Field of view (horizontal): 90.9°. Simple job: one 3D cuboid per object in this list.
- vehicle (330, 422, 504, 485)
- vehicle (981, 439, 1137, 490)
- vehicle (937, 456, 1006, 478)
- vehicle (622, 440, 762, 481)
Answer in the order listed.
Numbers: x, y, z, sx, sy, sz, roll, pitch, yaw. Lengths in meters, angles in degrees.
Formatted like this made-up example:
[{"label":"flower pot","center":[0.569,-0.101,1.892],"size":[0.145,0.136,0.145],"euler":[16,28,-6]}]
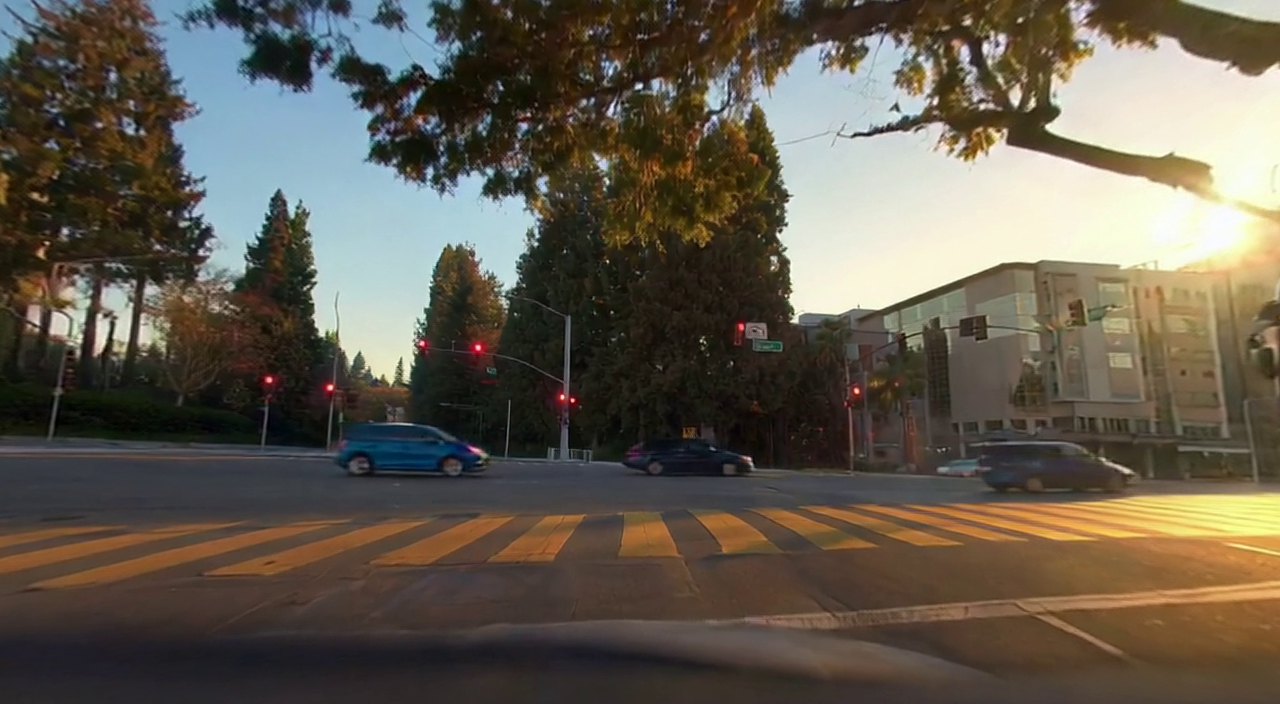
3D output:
[{"label":"vehicle","center":[-6.564,3.016,18.931],"size":[4.626,1.710,1.891],"euler":[2,-9,-17]},{"label":"vehicle","center":[14.986,3.996,22.570],"size":[5.014,1.675,1.906],"euler":[4,-9,-19]},{"label":"vehicle","center":[24.222,8.403,46.056],"size":[4.431,1.464,1.812],"euler":[3,-9,-19]},{"label":"vehicle","center":[2.052,4.280,25.166],"size":[5.203,1.488,1.907],"euler":[2,-9,-17]}]
